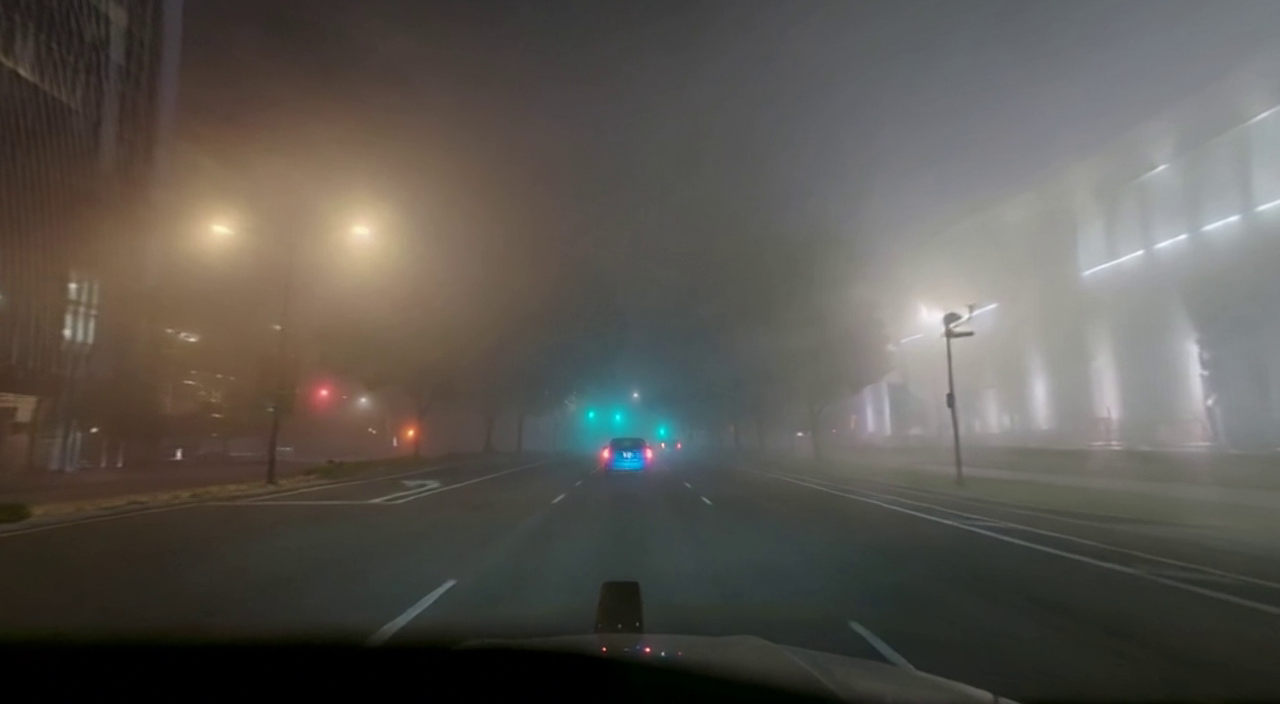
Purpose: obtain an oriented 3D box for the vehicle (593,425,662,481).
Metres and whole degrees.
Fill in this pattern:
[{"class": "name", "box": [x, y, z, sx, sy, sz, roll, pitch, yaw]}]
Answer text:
[{"class": "vehicle", "box": [-0.444, 3.725, 23.556, 2.313, 1.860, 4.319, 0, -9, -1]}]
